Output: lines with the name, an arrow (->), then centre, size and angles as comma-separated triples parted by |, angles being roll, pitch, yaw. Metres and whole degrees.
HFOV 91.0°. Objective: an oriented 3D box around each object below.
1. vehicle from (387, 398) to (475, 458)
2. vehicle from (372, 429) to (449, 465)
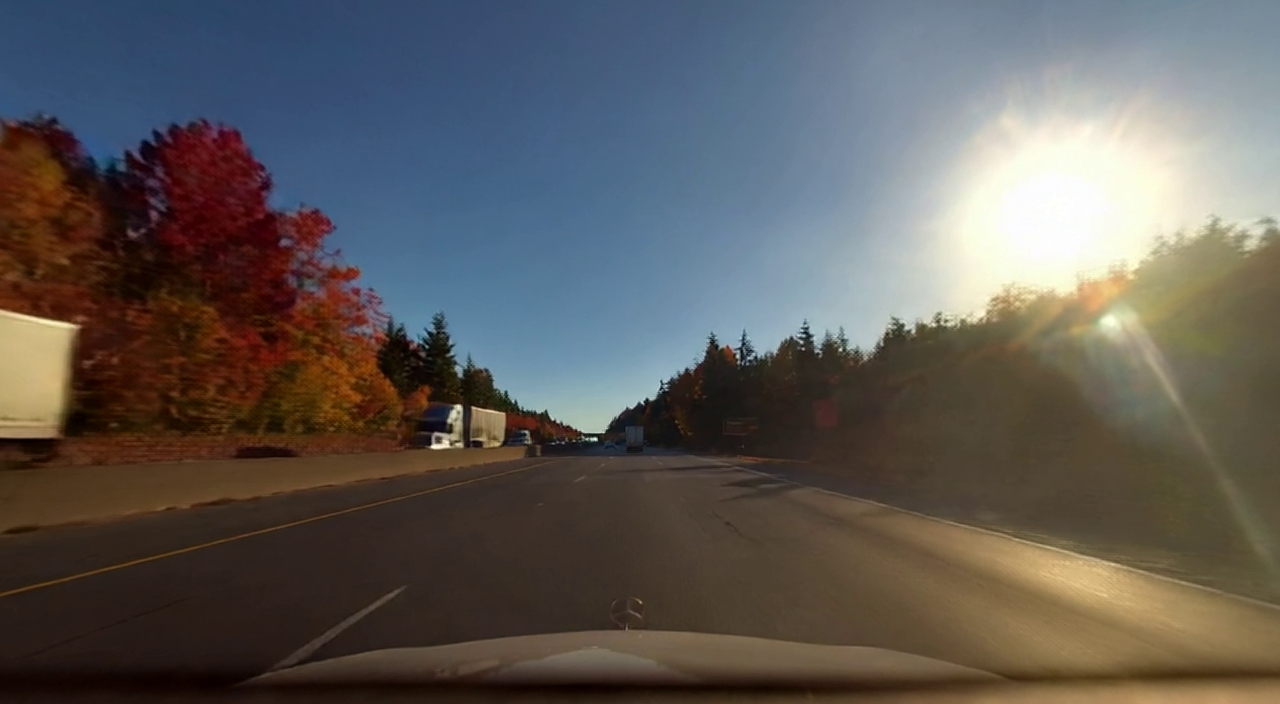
vehicle -> -15.625, 5.922, 48.150 | 3.051, 4.038, 10.652 | 0, -8, 0
vehicle -> -11.468, 4.777, 31.806 | 2.064, 1.654, 4.828 | 0, -8, 0
